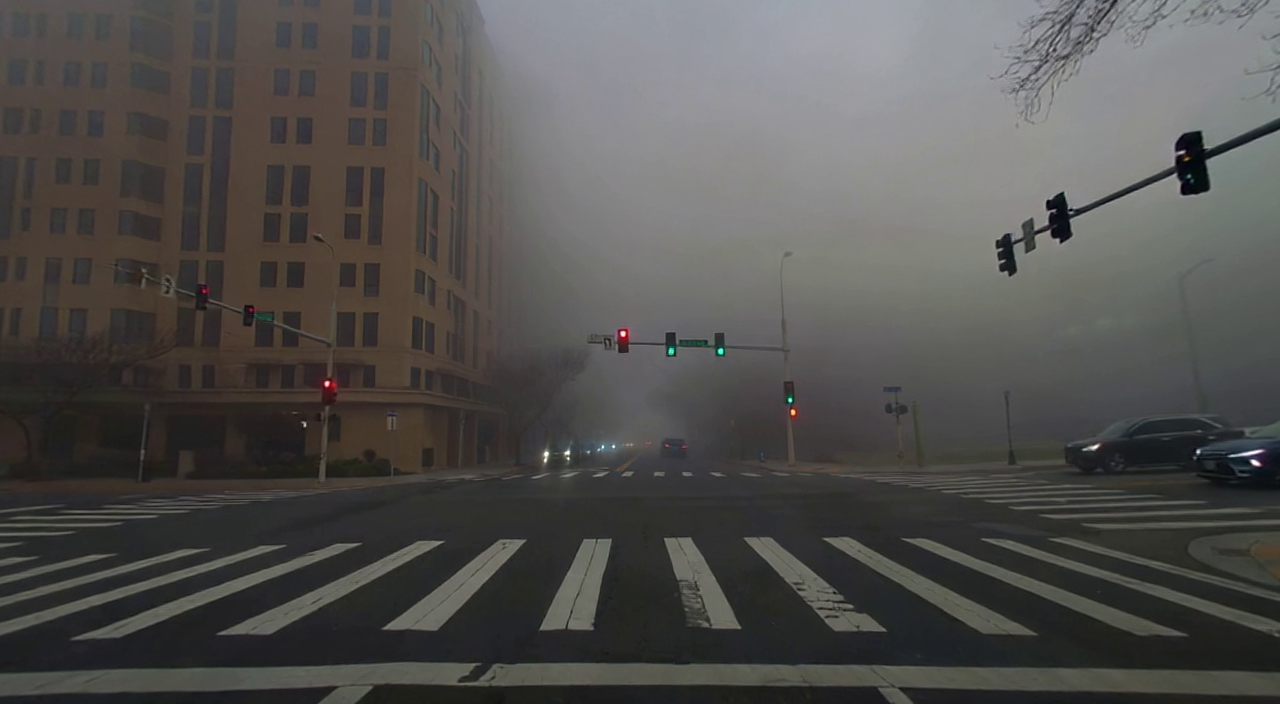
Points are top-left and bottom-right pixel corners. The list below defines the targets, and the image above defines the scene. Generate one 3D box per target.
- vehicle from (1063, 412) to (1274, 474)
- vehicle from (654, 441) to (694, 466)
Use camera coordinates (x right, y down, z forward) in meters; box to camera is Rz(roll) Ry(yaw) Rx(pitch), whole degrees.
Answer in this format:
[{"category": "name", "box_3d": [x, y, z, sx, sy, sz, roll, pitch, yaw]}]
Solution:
[{"category": "vehicle", "box_3d": [16.904, 2.944, 20.404, 4.802, 1.860, 2.146, 0, -8, 0]}, {"category": "vehicle", "box_3d": [2.086, 6.419, 40.074, 2.039, 1.470, 4.355, 0, -8, -4]}]
